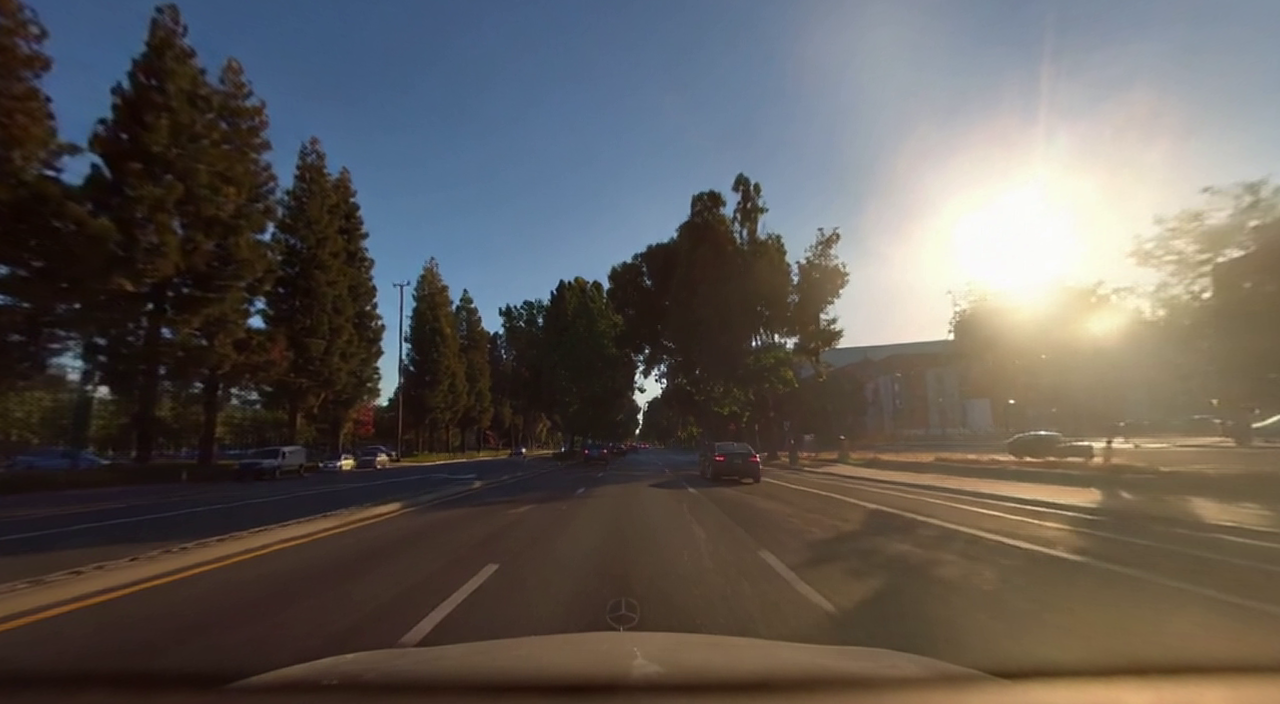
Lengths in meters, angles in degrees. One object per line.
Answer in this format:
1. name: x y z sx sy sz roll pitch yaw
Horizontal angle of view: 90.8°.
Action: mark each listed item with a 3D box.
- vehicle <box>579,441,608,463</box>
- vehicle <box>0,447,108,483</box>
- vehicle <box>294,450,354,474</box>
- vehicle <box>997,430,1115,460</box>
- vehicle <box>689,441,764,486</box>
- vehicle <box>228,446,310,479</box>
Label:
1. vehicle: -3.552 7.671 48.592 1.935 1.617 4.045 0 -8 0
2. vehicle: -29.872 5.713 32.136 3.855 1.693 1.875 -1 -8 1
3. vehicle: -22.438 7.820 45.099 1.865 1.507 4.631 0 -8 0
4. vehicle: 21.805 4.890 33.239 4.748 1.451 2.089 0 -8 -1
5. vehicle: 2.997 3.941 22.743 1.966 1.449 4.290 0 -8 -2
6. vehicle: -22.422 6.648 38.473 2.139 1.833 4.686 0 -8 0
